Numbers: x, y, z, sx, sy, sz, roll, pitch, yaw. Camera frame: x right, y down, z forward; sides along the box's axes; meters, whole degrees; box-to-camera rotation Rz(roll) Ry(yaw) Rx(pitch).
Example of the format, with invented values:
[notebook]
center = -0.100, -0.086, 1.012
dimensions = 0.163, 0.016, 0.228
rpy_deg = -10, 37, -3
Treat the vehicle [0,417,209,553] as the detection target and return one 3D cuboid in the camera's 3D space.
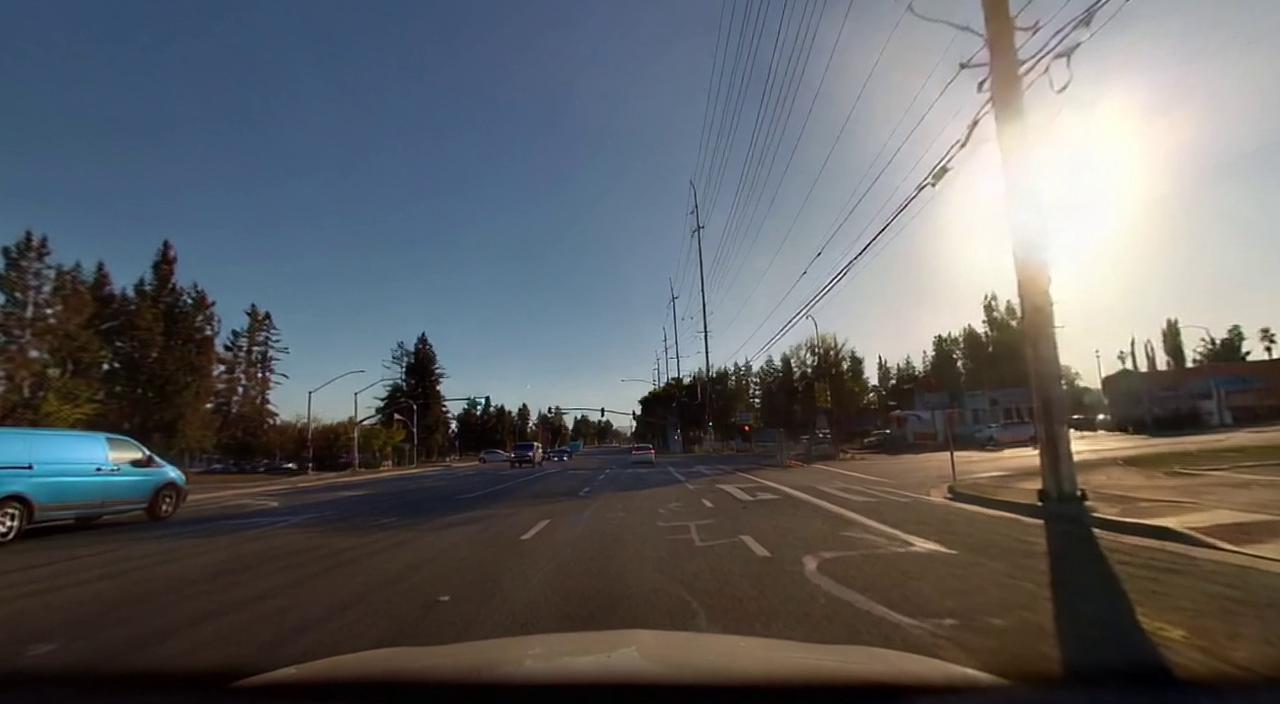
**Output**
[vehicle]
center = -9.850, 2.070, 10.240
dimensions = 2.149, 1.848, 4.961
rpy_deg = 0, -9, 1
